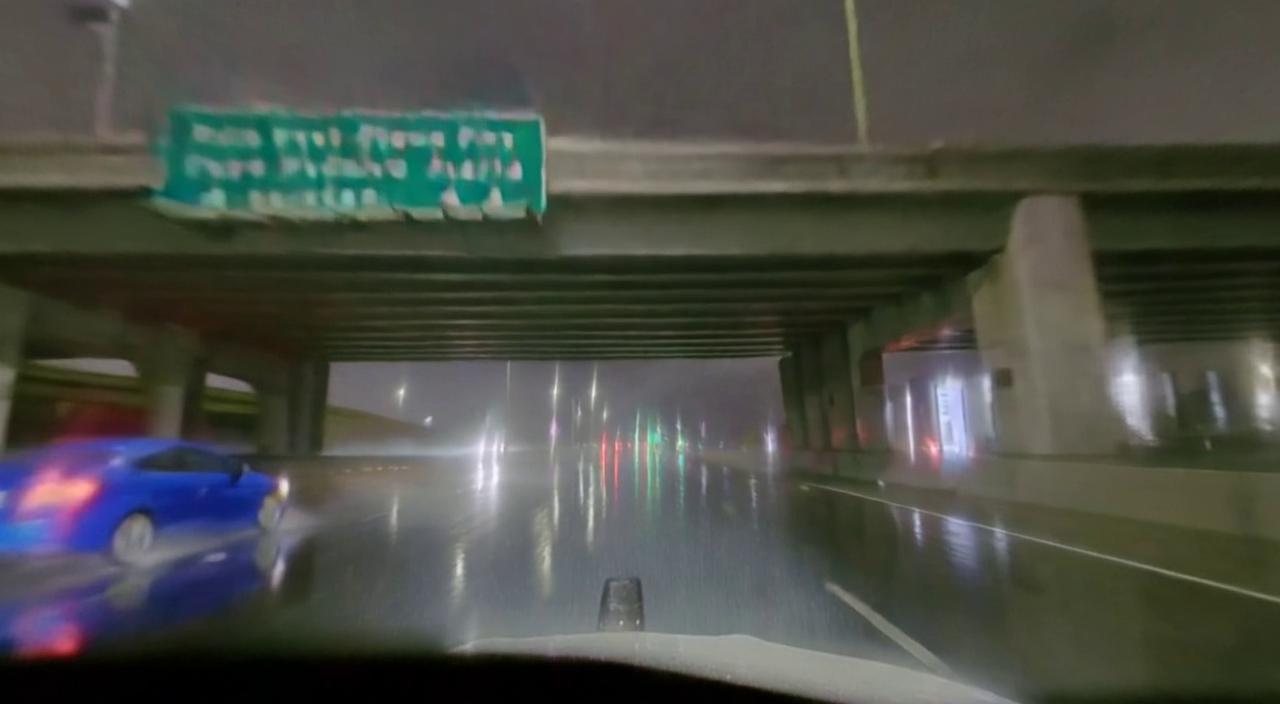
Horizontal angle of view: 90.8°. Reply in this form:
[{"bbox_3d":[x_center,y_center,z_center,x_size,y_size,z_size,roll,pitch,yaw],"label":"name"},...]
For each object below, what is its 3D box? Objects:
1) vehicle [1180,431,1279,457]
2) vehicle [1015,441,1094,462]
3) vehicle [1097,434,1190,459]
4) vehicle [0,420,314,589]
[{"bbox_3d":[42.274,6.568,44.989,5.676,1.786,2.073,0,-8,0],"label":"vehicle"},{"bbox_3d":[29.342,7.047,44.763,4.323,1.411,1.781,0,-8,-1],"label":"vehicle"},{"bbox_3d":[35.808,6.718,44.992,4.903,1.676,1.948,0,-8,0],"label":"vehicle"},{"bbox_3d":[-6.272,1.701,7.973,1.990,1.529,4.288,0,-8,0],"label":"vehicle"}]
